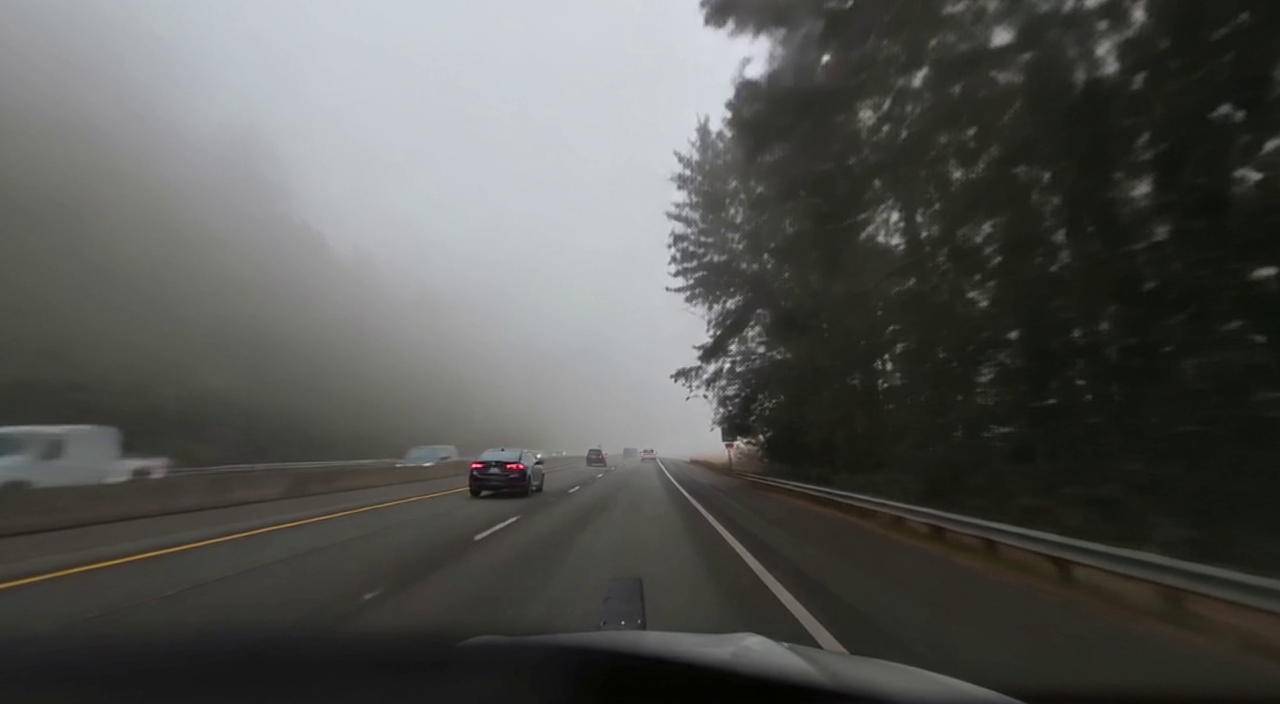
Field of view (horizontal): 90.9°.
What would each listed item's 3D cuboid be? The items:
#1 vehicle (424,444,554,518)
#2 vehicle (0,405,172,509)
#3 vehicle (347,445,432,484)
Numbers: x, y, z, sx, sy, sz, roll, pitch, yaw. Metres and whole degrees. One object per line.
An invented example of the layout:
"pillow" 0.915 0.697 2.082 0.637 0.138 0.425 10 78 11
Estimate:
"vehicle" -3.355 2.952 14.876 1.970 1.483 4.097 0 -9 1
"vehicle" -17.236 3.037 18.276 2.390 2.578 6.242 0 -9 1
"vehicle" -12.009 5.428 30.663 1.933 1.672 5.276 0 -9 0
